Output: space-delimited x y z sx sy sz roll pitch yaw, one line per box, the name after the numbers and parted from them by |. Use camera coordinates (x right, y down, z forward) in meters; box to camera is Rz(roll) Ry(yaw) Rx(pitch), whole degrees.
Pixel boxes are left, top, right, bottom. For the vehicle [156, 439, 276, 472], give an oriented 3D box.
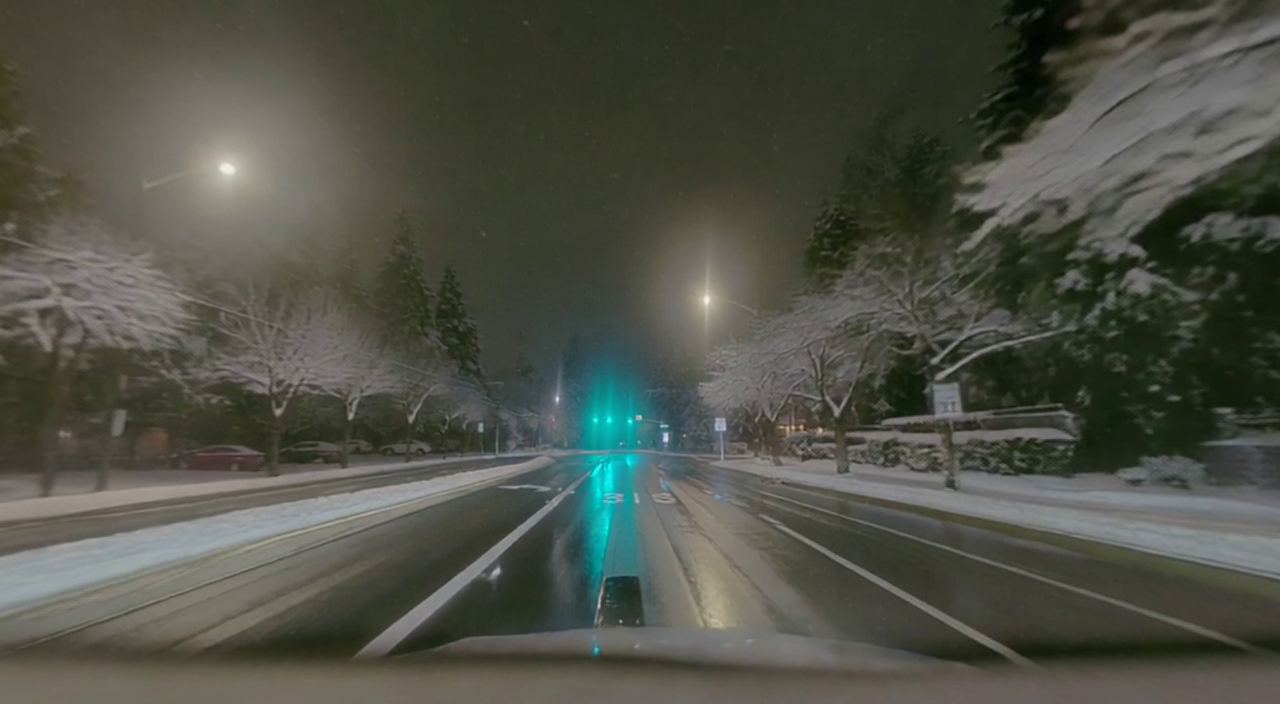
-20.714 5.065 31.000 4.536 1.502 1.975 -1 -8 4 | vehicle

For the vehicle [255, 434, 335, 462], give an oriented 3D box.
-21.759 6.095 39.959 3.886 1.641 1.850 1 -10 -1 | vehicle
